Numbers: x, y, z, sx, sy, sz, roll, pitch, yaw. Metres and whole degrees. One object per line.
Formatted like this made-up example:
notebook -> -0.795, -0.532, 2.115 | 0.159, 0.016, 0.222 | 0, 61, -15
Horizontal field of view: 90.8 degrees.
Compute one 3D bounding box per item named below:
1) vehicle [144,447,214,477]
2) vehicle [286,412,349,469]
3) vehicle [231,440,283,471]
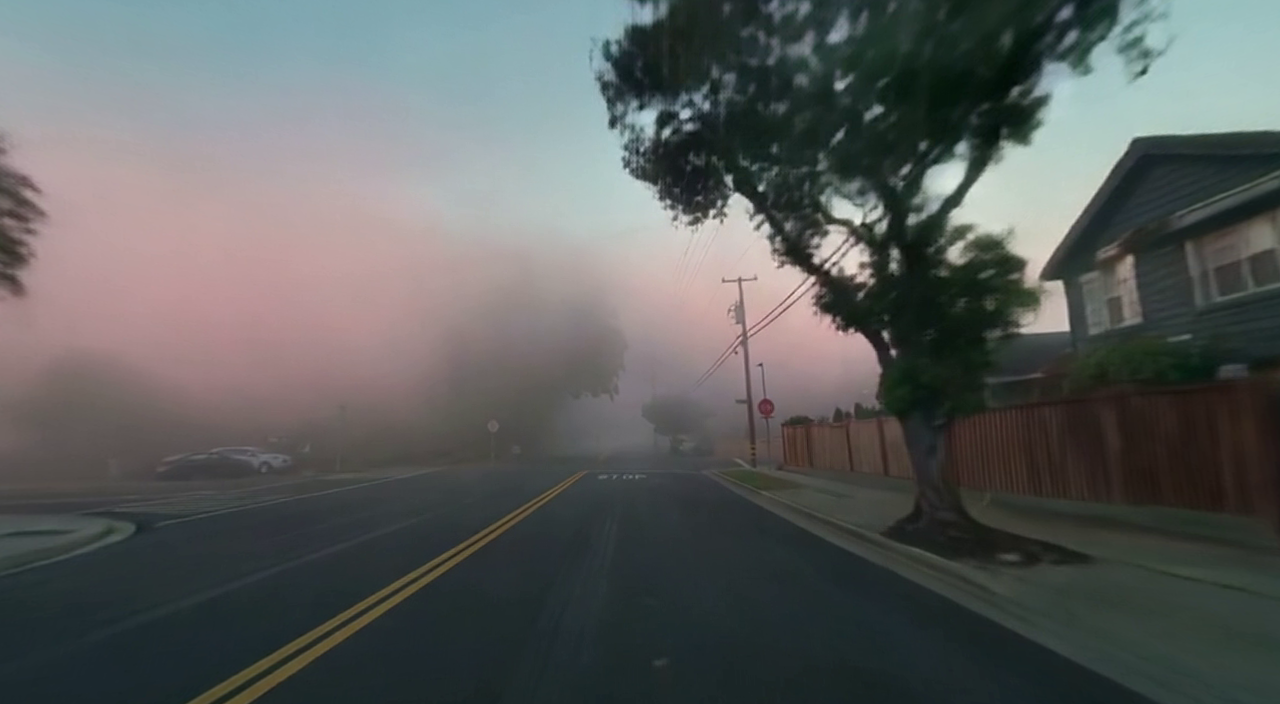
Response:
vehicle -> -24.202, 5.730, 33.339 | 1.955, 1.448, 4.542 | 4, -9, -23
vehicle -> -20.331, 5.835, 40.282 | 2.842, 3.181, 8.576 | 4, -11, -23
vehicle -> -23.844, 6.415, 39.502 | 2.083, 1.802, 4.455 | 4, -9, -24
